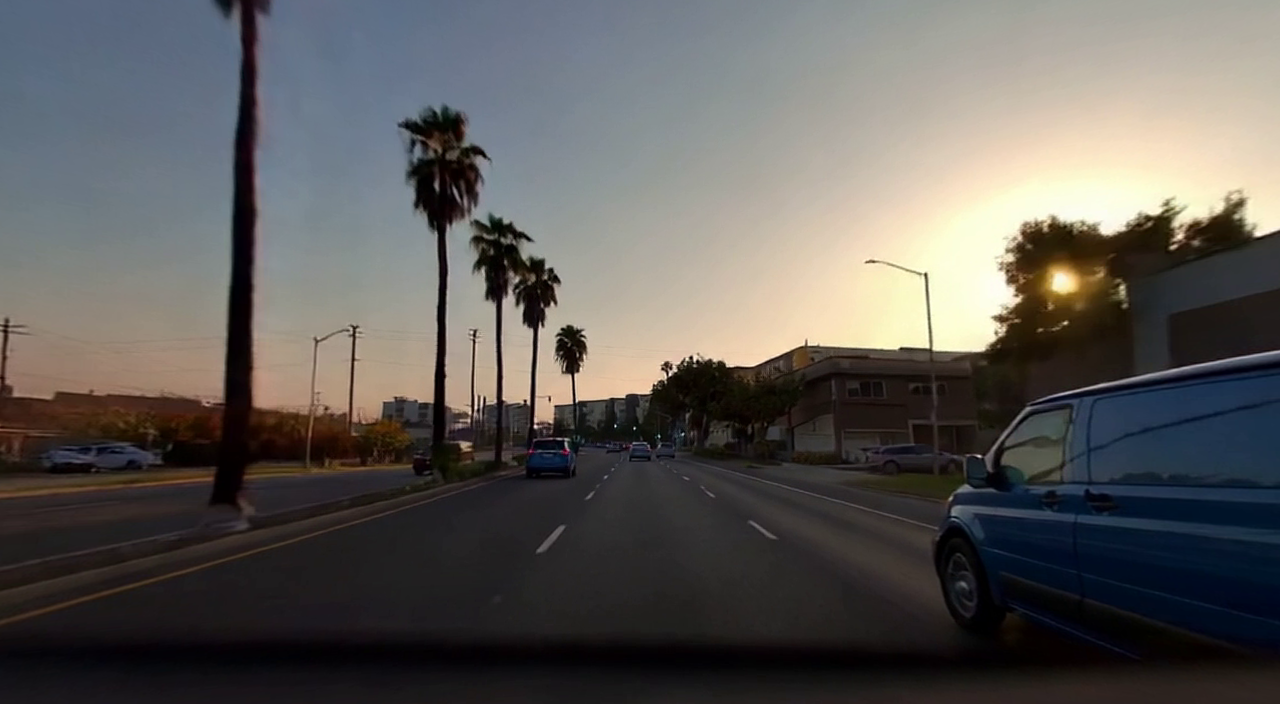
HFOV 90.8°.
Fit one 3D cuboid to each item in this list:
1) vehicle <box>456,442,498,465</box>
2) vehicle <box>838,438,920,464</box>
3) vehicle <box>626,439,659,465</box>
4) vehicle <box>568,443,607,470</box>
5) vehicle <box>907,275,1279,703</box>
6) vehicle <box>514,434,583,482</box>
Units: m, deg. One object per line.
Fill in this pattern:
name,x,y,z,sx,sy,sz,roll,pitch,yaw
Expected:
vehicle,-12.266,7.682,47.774,1.989,1.631,4.500,0,-9,0
vehicle,15.186,6.317,40.417,1.945,1.490,4.748,4,-10,-26
vehicle,0.124,7.110,44.868,2.191,1.761,3.857,0,-9,-1
vehicle,-2.932,5.899,35.857,1.869,1.454,4.142,0,-9,0
vehicle,3.463,0.801,3.065,2.234,1.912,4.847,0,-9,1
vehicle,-3.430,4.060,24.450,1.967,1.703,4.157,0,-9,1
